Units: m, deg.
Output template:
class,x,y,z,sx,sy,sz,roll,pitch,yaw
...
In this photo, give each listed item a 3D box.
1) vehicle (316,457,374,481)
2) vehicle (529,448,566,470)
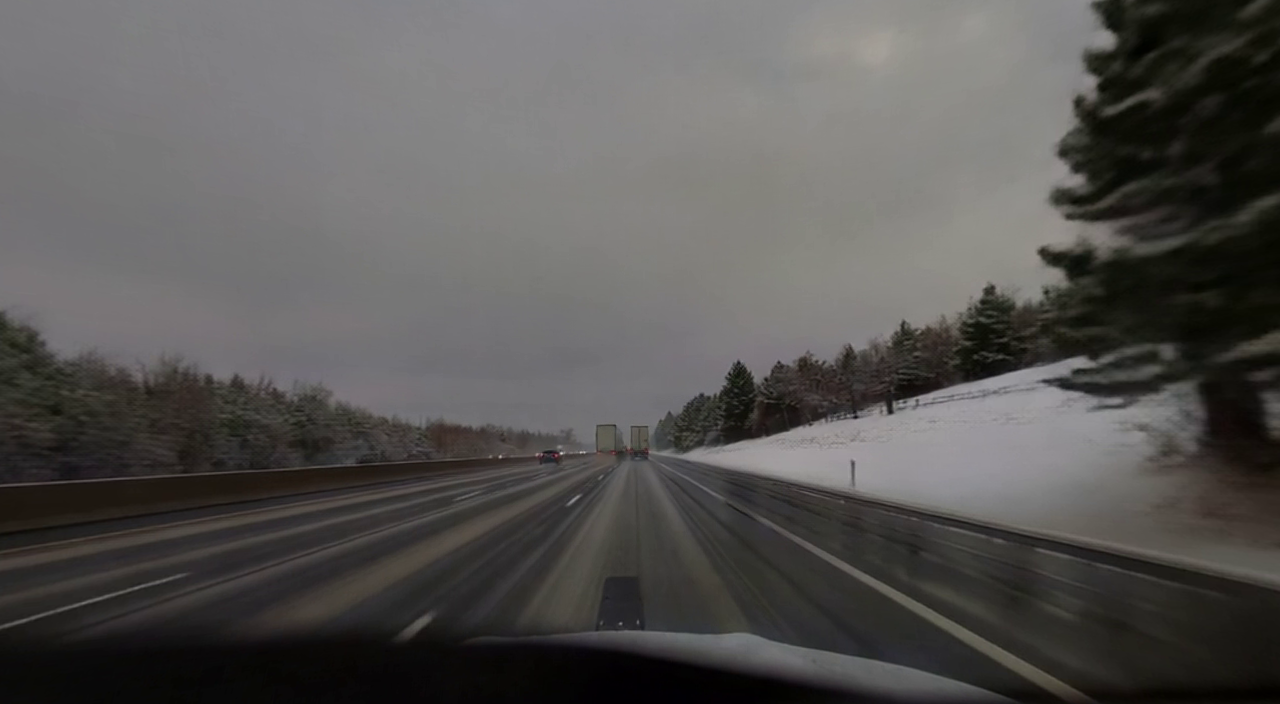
class,x,y,z,sx,sy,sz,roll,pitch,yaw
vehicle,-19.126,7.576,41.119,1.765,1.433,4.150,0,-9,0
vehicle,-6.648,7.779,45.909,2.091,1.527,4.455,0,-9,-1
